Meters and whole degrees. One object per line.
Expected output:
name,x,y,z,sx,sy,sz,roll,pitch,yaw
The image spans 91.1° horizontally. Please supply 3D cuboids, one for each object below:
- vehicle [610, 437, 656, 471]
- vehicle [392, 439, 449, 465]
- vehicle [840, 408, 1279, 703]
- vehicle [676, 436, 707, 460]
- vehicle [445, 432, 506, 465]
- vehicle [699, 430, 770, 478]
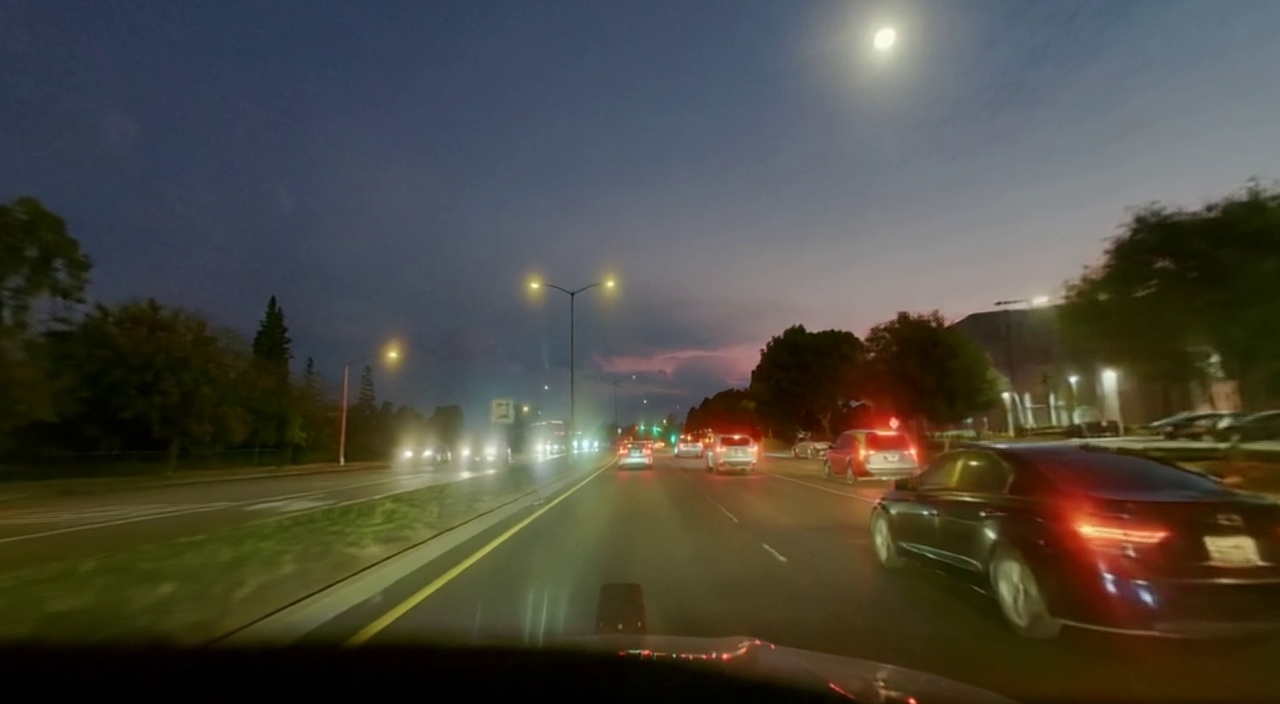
vehicle,-0.307,4.954,30.625,2.111,1.506,4.018,0,-9,0
vehicle,-15.218,6.961,43.862,2.054,1.669,5.220,0,-9,0
vehicle,3.413,1.351,5.220,2.010,1.490,4.639,0,-9,1
vehicle,3.893,7.357,48.019,1.982,1.709,4.427,0,-9,-1
vehicle,-8.169,4.851,31.596,1.939,1.574,3.820,0,-9,1
vehicle,3.674,4.064,25.201,2.130,1.718,4.310,0,-9,0
